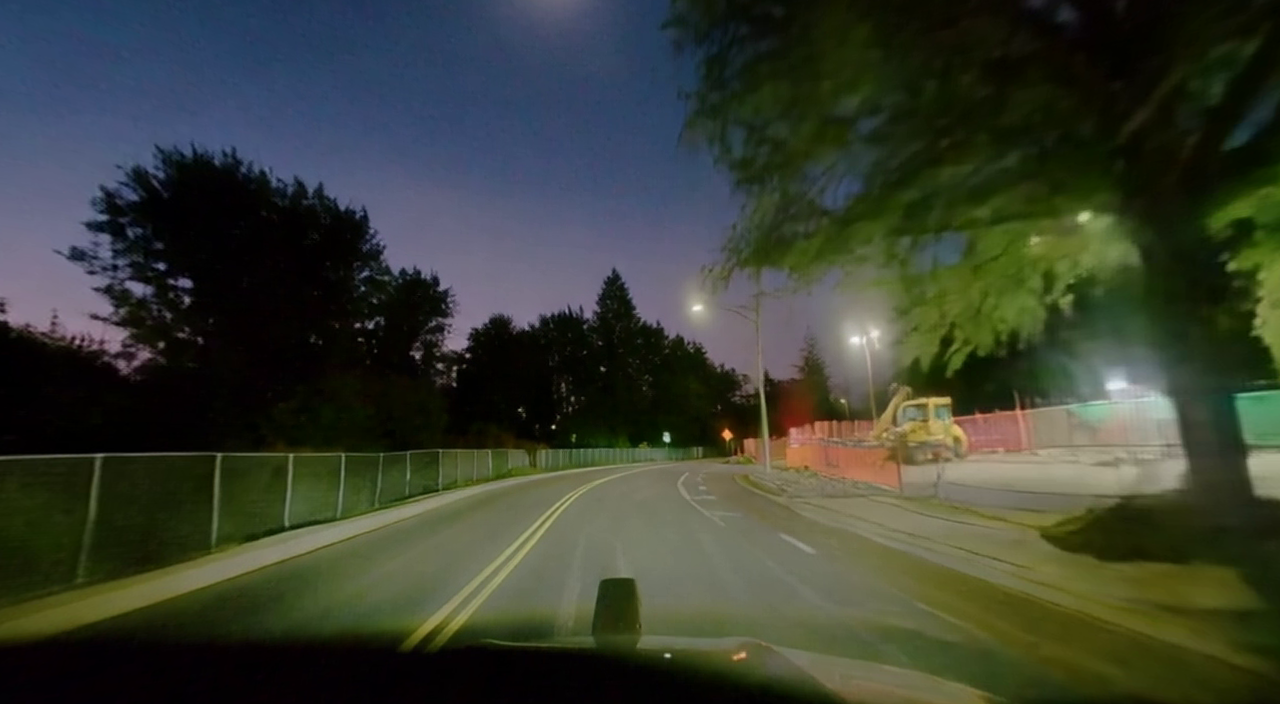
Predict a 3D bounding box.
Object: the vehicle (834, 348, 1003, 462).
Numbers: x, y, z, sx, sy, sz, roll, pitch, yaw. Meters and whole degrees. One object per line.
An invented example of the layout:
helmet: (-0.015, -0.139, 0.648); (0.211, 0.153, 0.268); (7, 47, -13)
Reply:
vehicle: (10.667, 2.485, 25.879); (2.984, 3.691, 10.409); (-2, -9, 5)
